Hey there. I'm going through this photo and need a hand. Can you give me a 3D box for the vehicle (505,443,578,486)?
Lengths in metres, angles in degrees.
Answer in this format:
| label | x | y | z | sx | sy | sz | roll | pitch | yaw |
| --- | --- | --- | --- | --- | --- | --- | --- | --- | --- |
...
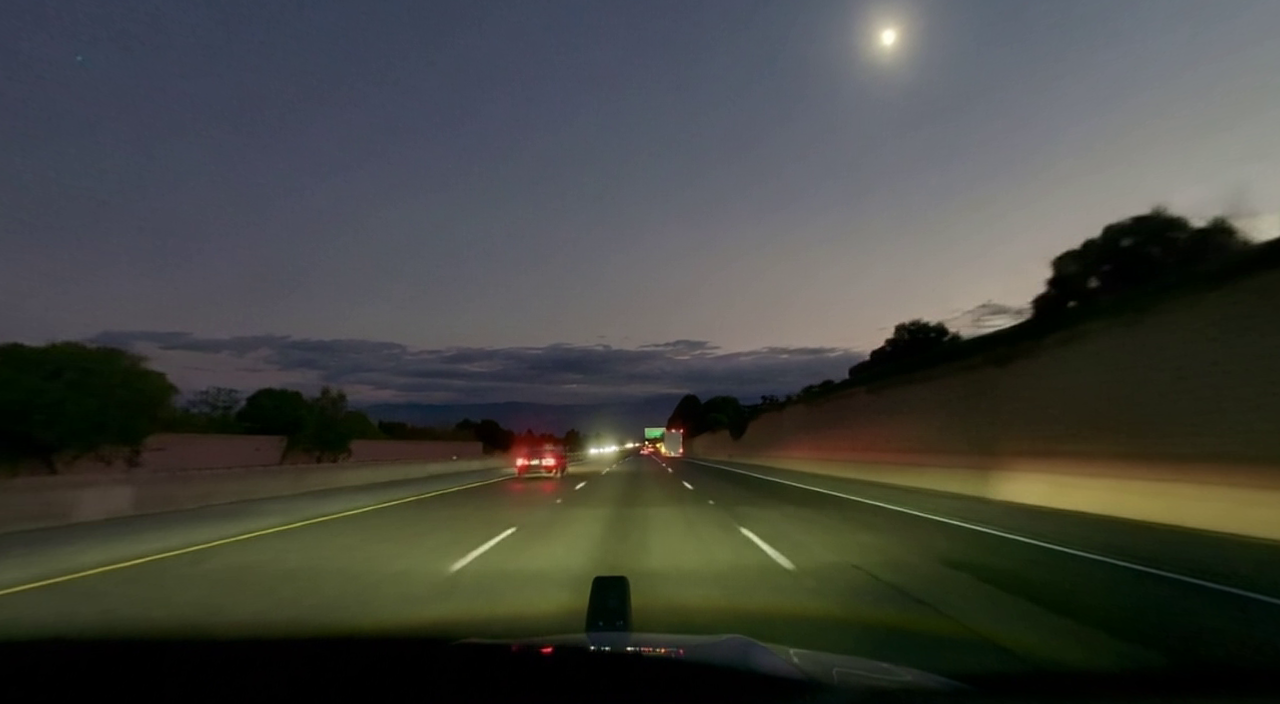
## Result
| label | x | y | z | sx | sy | sz | roll | pitch | yaw |
| --- | --- | --- | --- | --- | --- | --- | --- | --- | --- |
| vehicle | -3.943 | 4.625 | 26.247 | 2.129 | 1.559 | 5.272 | 0 | -9 | 1 |
